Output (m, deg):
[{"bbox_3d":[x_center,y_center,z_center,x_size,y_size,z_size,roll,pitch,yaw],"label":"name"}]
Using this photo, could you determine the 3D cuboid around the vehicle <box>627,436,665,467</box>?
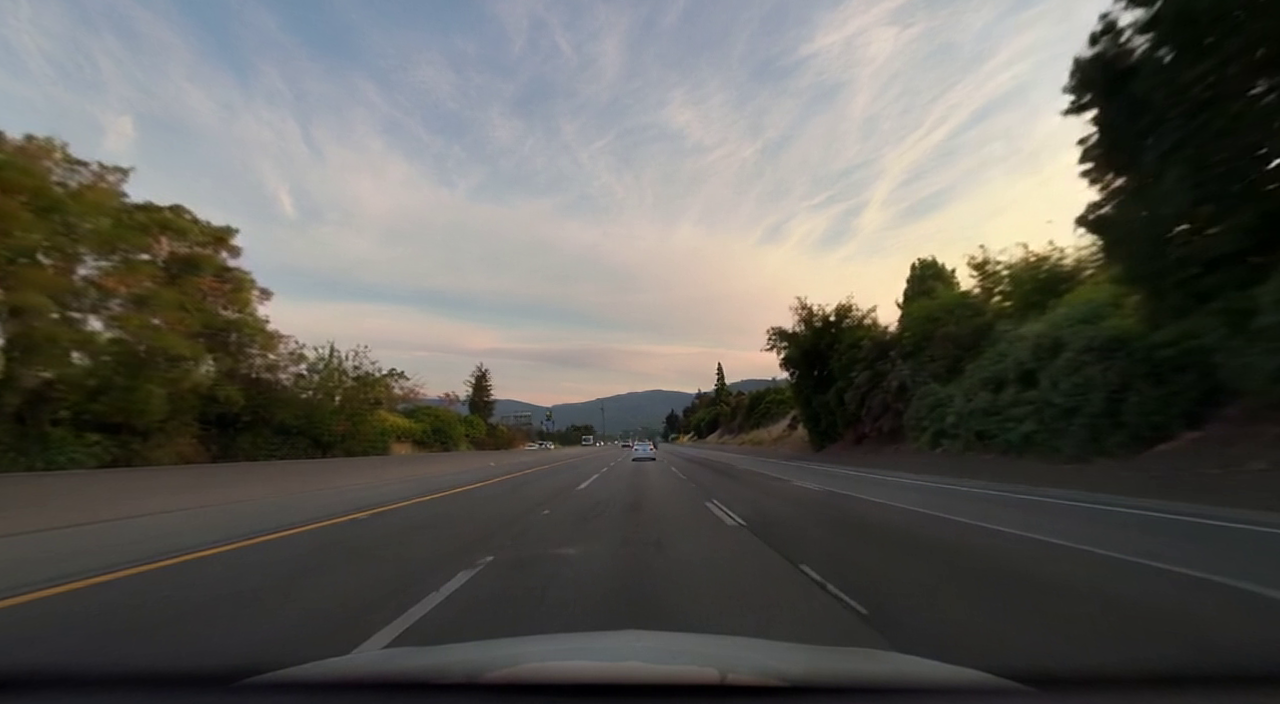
[{"bbox_3d":[0.347,6.313,40.187,2.247,1.825,4.036,-1,-9,0],"label":"vehicle"}]
